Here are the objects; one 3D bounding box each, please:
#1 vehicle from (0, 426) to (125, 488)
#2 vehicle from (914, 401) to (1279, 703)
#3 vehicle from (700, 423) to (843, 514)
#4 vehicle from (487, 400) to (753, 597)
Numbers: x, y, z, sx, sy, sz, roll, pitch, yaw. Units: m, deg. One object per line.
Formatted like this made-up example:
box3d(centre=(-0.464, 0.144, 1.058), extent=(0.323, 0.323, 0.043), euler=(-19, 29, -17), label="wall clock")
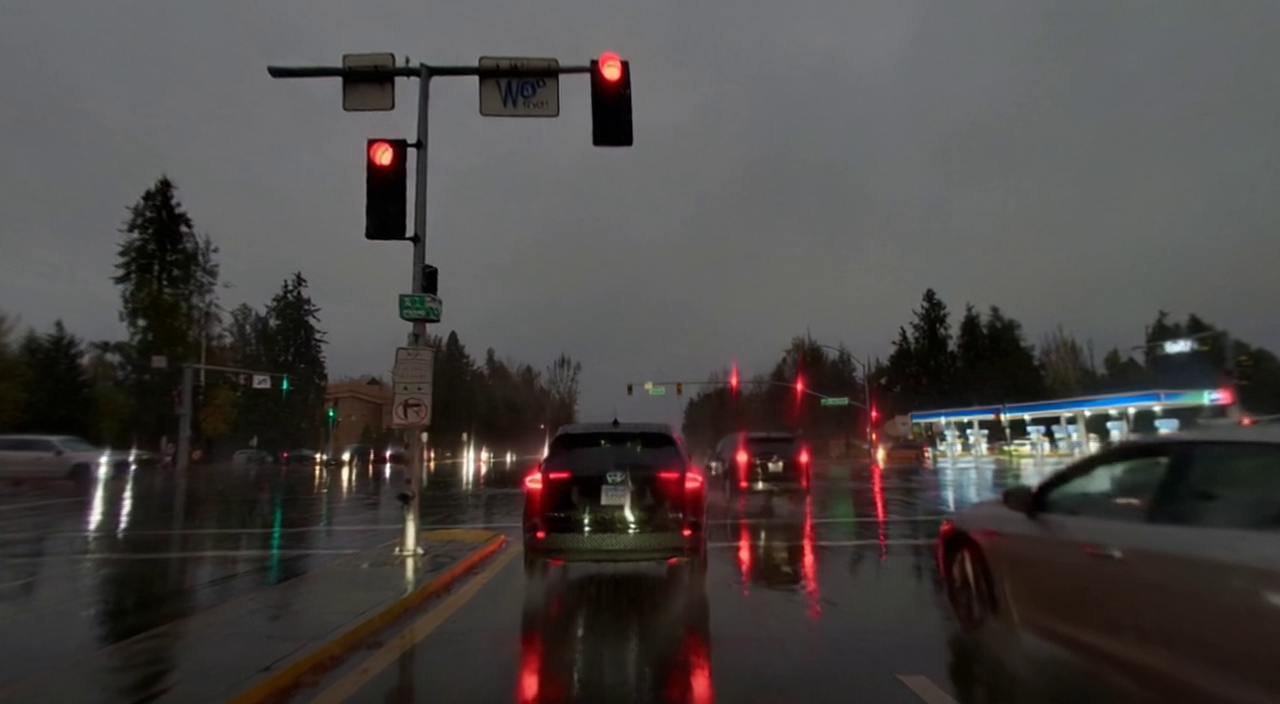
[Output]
box3d(centre=(-28.935, 4.971, 30.089), extent=(6.772, 2.769, 2.305), euler=(-1, -9, 3), label="vehicle")
box3d(centre=(3.156, 0.981, 2.653), extent=(1.965, 1.460, 4.581), euler=(0, -9, 0), label="vehicle")
box3d(centre=(2.816, 2.629, 14.753), extent=(2.060, 1.783, 4.411), euler=(1, -9, -5), label="vehicle")
box3d(centre=(-0.223, 1.646, 7.991), extent=(2.351, 1.733, 4.616), euler=(0, -9, -1), label="vehicle")
